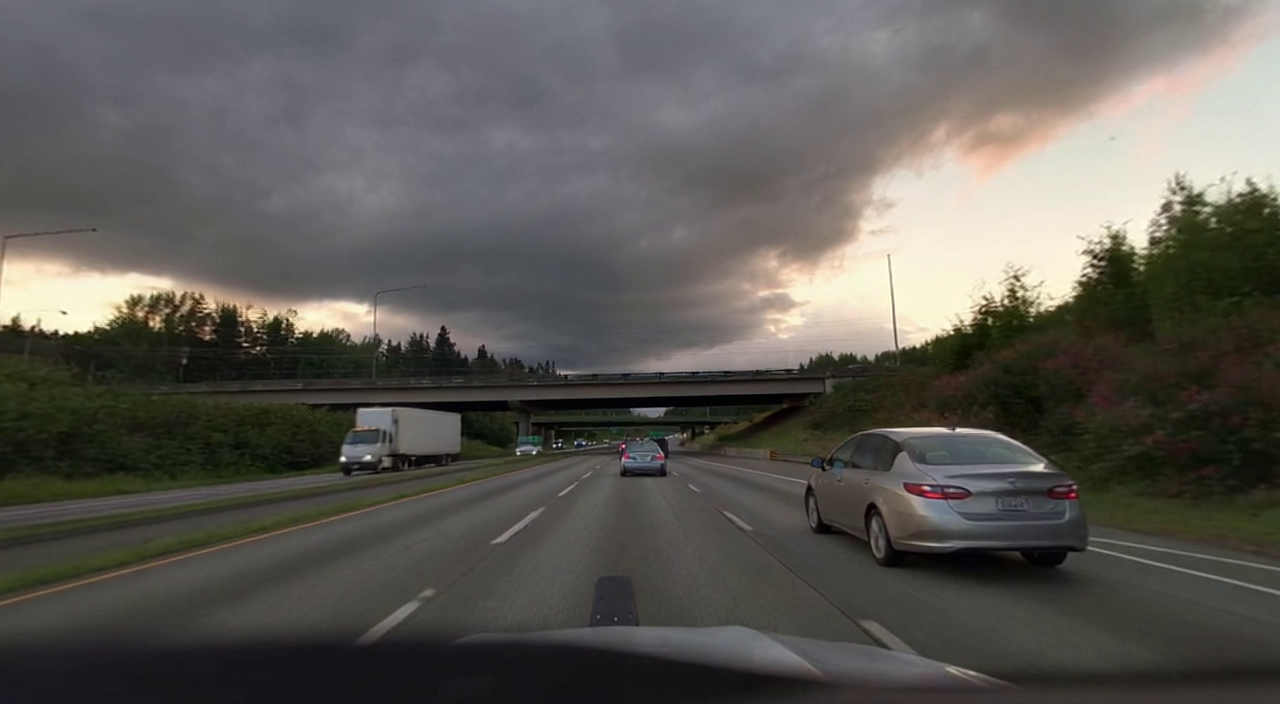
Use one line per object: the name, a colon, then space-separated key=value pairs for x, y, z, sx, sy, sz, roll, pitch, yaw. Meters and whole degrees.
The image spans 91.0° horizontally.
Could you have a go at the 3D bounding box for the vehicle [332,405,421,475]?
vehicle: x=-16.075 y=5.426 z=38.915 sx=3.032 sy=3.983 sz=5.800 roll=0 pitch=-8 yaw=-1

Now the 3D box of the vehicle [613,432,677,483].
vehicle: x=0.106 y=3.746 z=22.653 sx=2.092 sy=1.636 sz=4.024 roll=0 pitch=-8 yaw=-2
